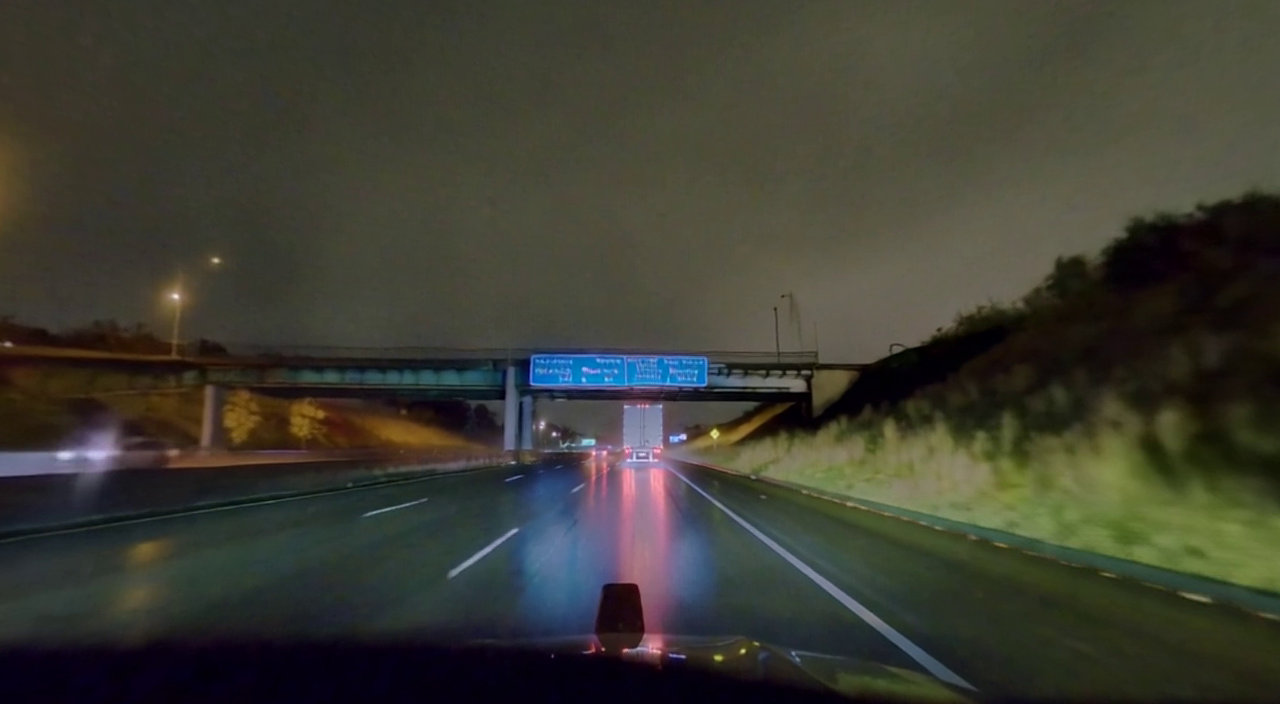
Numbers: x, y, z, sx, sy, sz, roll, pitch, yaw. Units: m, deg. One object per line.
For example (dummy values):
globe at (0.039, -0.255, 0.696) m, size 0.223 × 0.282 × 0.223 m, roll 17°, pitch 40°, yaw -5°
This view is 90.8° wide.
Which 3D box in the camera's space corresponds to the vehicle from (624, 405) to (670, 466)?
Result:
vehicle at (0.441, 6.519, 48.150) m, size 3.033 × 3.985 × 12.383 m, roll 0°, pitch -9°, yaw 0°
